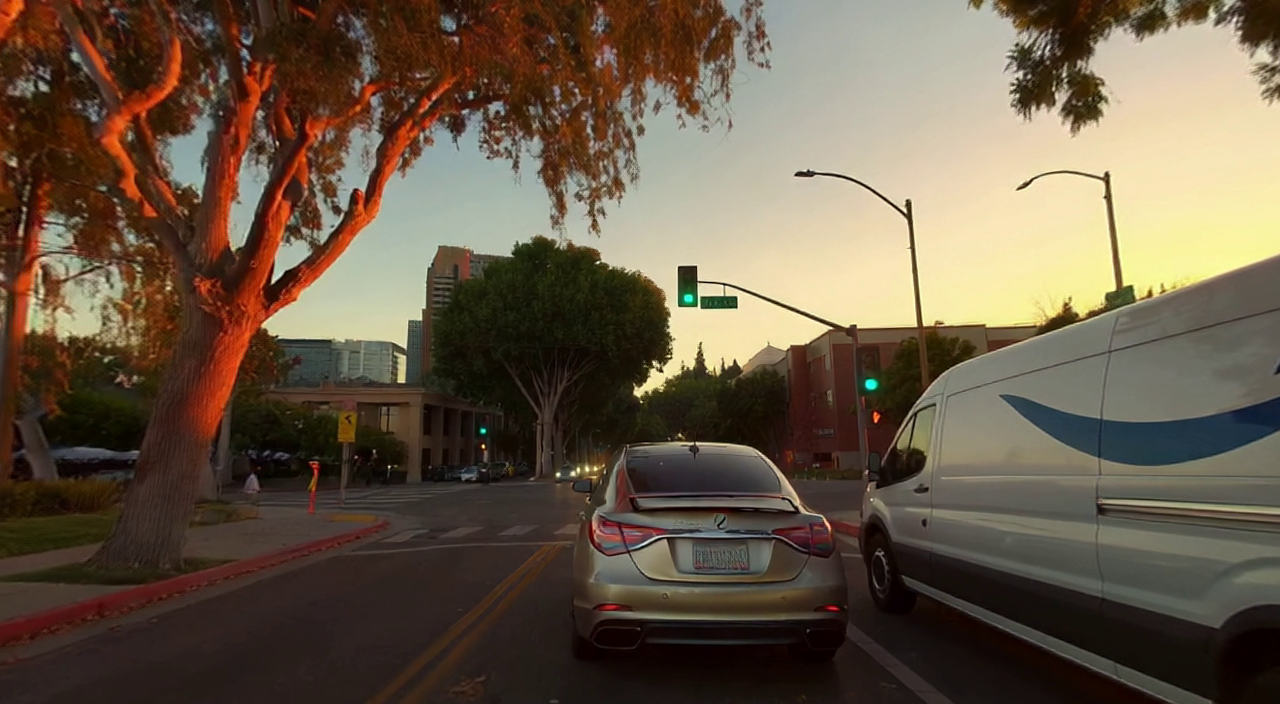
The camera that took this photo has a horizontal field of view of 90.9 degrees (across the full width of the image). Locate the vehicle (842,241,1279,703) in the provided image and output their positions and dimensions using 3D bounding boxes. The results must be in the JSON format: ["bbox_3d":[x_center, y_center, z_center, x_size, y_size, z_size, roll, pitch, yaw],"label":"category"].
[{"bbox_3d":[2.849,0.891,2.899,2.054,1.965,5.248,1,-11,0],"label":"vehicle"}]

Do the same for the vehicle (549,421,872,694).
[{"bbox_3d":[0.393,1.590,5.729,1.961,1.629,3.610,1,-11,-1],"label":"vehicle"}]
